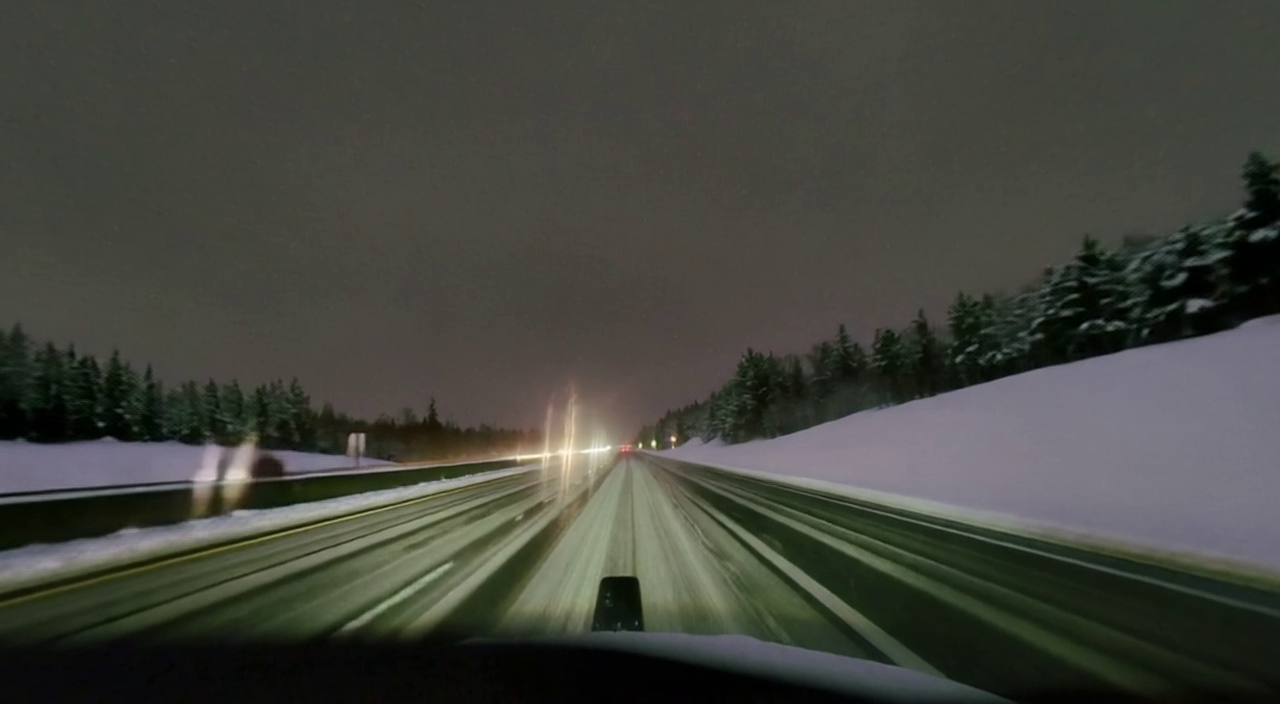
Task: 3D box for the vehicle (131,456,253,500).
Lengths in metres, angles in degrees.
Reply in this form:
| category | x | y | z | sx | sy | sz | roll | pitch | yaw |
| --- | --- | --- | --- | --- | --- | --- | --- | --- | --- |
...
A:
| category | x | y | z | sx | sy | sz | roll | pitch | yaw |
| --- | --- | --- | --- | --- | --- | --- | --- | --- | --- |
| vehicle | -16.984 | 4.774 | 24.113 | 1.845 | 1.505 | 3.833 | 0 | -9 | -1 |
